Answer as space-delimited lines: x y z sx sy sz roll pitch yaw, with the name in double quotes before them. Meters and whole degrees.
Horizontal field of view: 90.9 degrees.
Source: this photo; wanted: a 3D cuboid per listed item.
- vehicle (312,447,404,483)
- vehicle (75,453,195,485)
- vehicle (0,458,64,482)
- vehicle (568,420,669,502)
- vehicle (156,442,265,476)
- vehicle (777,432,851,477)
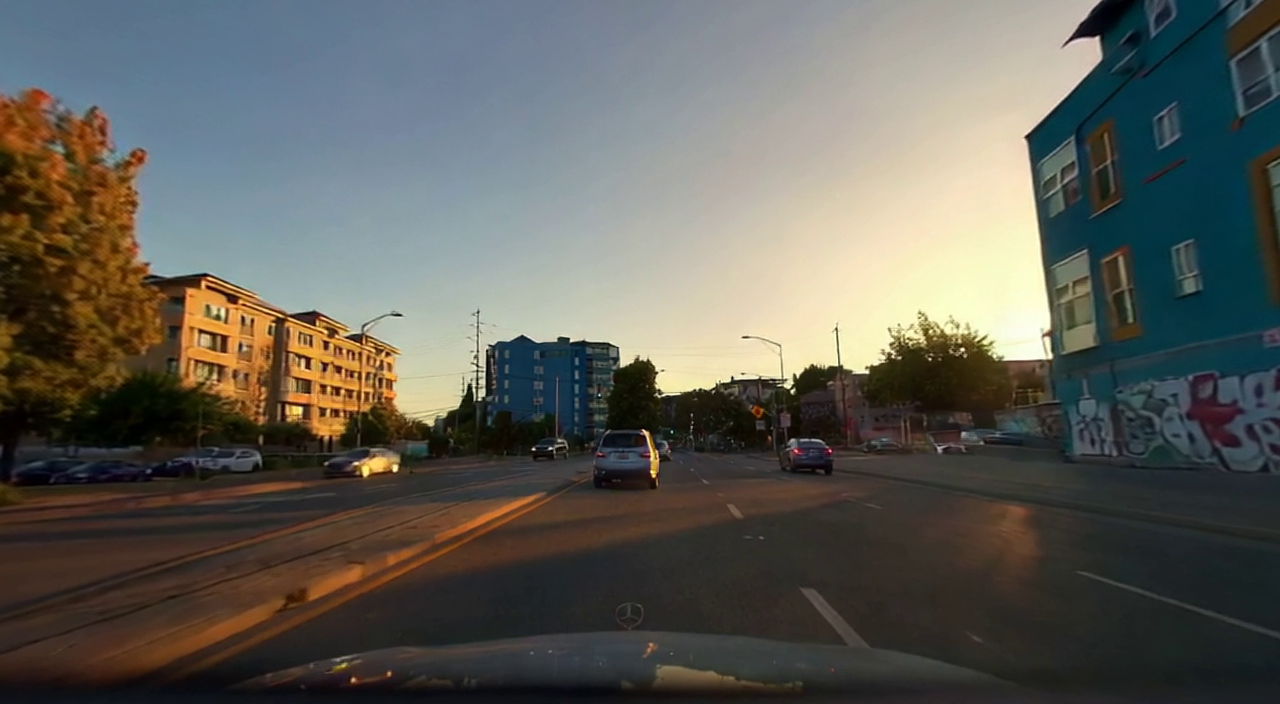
"vehicle" -13.008 5.193 29.400 1.842 1.482 4.386 -1 -8 7
"vehicle" -26.628 6.150 33.363 4.712 1.473 2.083 -3 -9 5
"vehicle" -40.598 7.644 40.916 1.908 1.433 4.543 -1 -8 4
"vehicle" -0.375 2.749 16.299 2.160 1.786 4.702 0 -8 3
"vehicle" -25.983 6.468 38.305 4.916 1.826 2.242 -2 -9 -1
"vehicle" 7.324 4.357 27.028 1.952 1.749 4.311 0 -8 0
